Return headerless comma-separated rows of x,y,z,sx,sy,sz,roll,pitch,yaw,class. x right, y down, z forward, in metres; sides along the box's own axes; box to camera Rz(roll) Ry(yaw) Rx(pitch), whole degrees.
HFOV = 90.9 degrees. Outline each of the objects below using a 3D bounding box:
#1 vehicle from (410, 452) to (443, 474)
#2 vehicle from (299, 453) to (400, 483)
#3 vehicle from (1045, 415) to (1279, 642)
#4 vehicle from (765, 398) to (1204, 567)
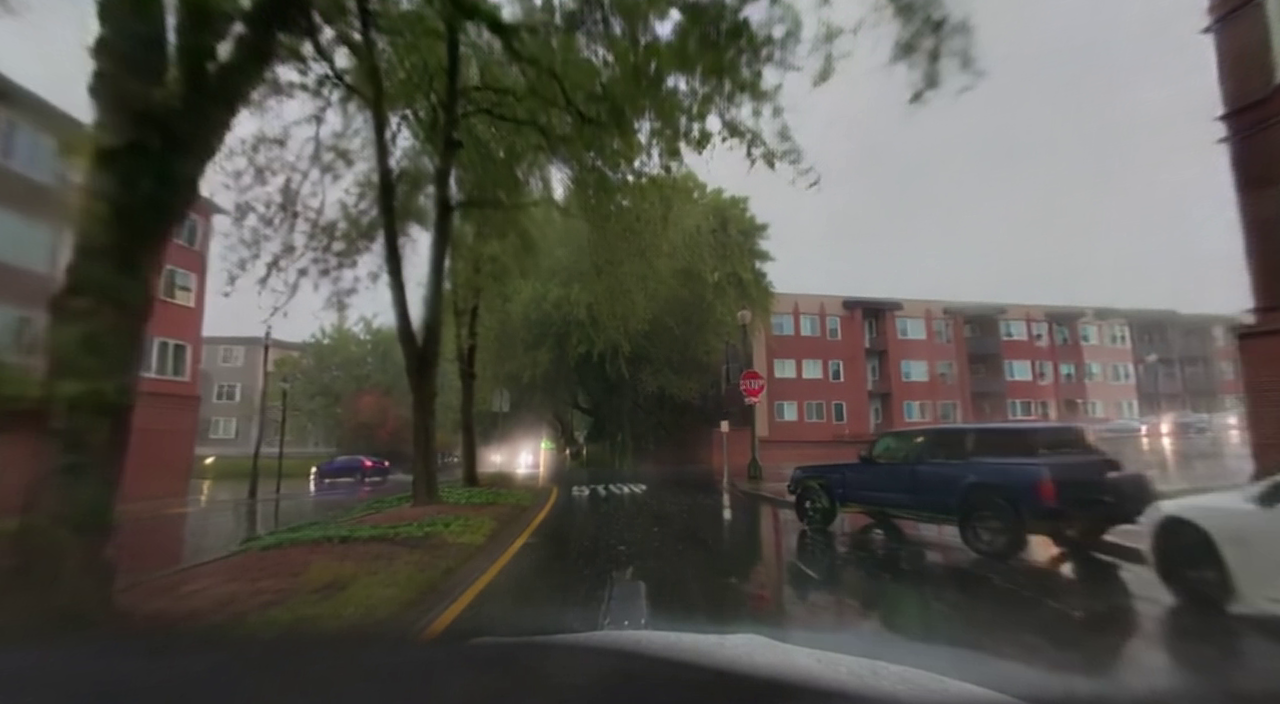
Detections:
-16.353,8.525,48.459,2.027,1.475,4.522,3,-8,-14,vehicle
-16.073,6.407,34.995,4.654,1.503,1.951,0,-8,4,vehicle
5.000,1.092,3.769,1.758,1.454,5.088,0,-8,0,vehicle
4.023,1.639,8.472,2.065,1.529,4.709,1,-10,-26,vehicle
